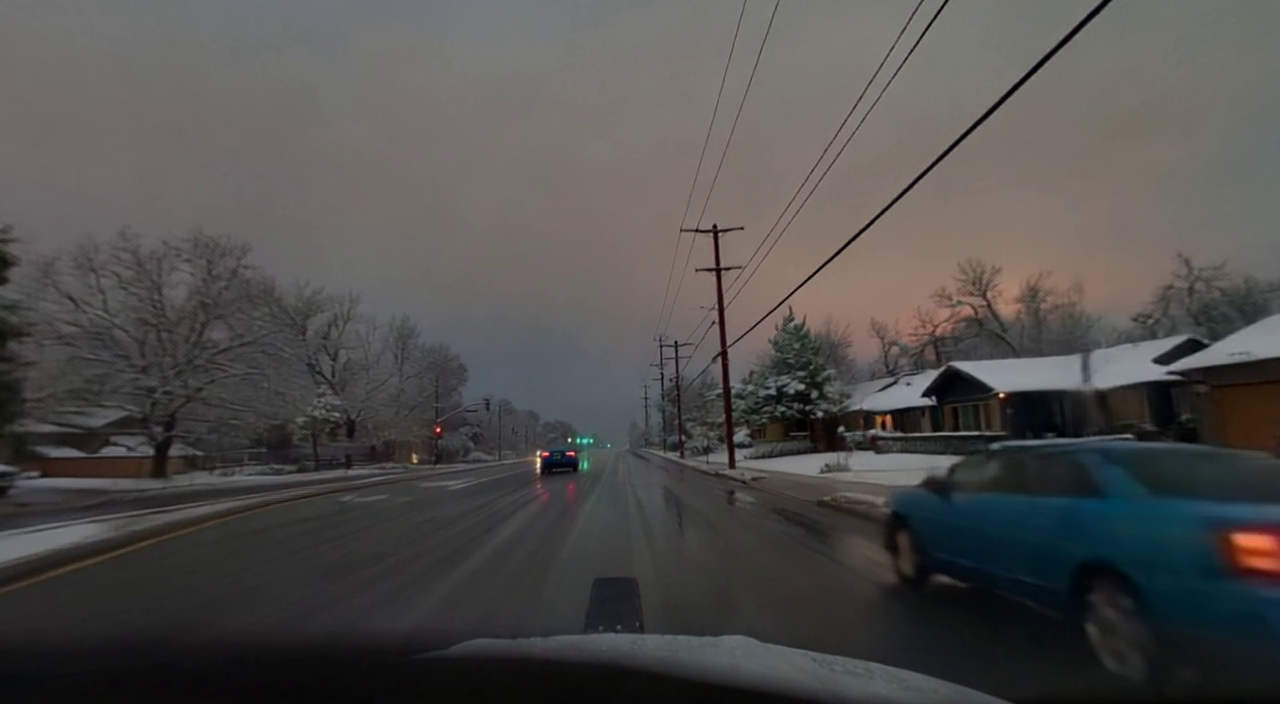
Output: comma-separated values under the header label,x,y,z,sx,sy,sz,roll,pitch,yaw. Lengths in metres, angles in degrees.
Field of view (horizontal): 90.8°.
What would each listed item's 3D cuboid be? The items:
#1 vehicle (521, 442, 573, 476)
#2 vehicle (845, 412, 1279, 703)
label,x,y,z,sx,sy,sz,roll,pitch,yaw
vehicle,-4.387,5.074,30.358,2.041,1.471,4.602,0,-8,-3
vehicle,3.365,1.297,4.777,2.074,1.450,4.621,0,-8,0
